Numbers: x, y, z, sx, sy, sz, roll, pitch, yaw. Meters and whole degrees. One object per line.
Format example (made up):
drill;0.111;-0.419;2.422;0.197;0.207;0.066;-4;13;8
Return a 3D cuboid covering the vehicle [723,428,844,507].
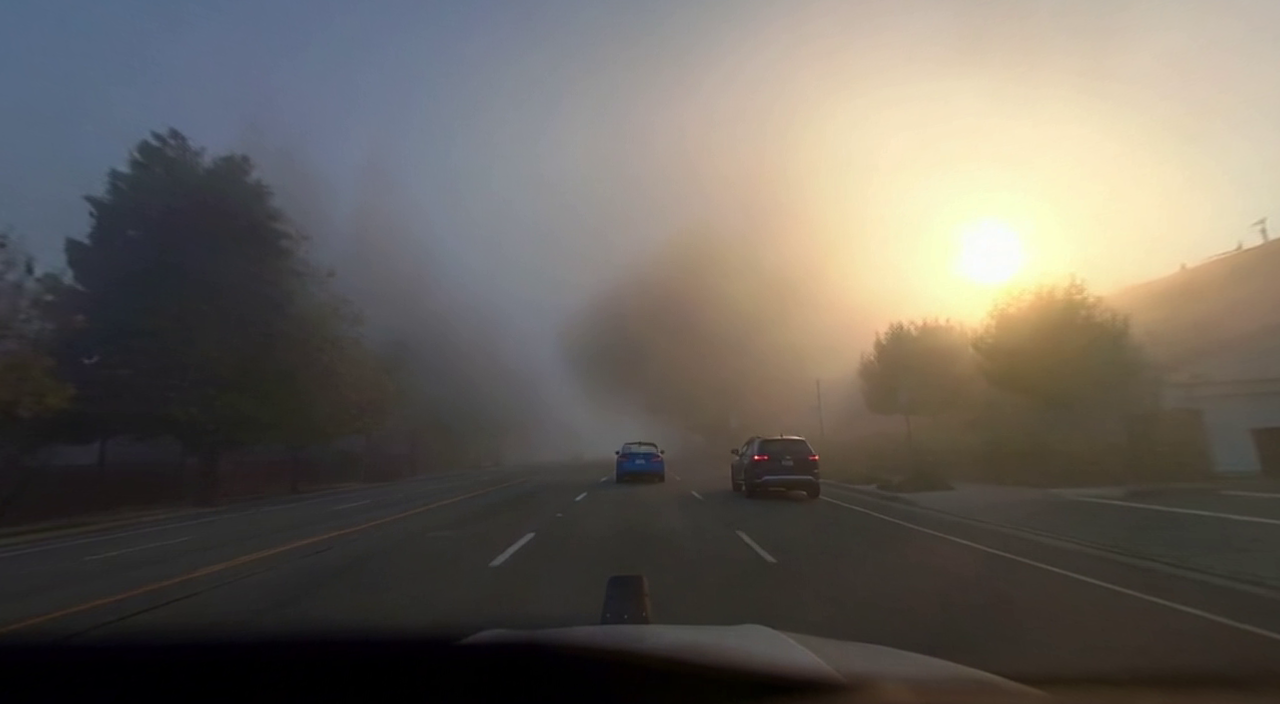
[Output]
vehicle;3.502;2.910;16.318;2.024;1.711;4.512;0;-8;0

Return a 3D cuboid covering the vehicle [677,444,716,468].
vehicle;3.600;6.733;41.118;2.099;1.463;4.130;0;-9;-1

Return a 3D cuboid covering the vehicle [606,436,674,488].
vehicle;0.012;3.878;22.589;2.200;1.653;4.127;0;-8;1
